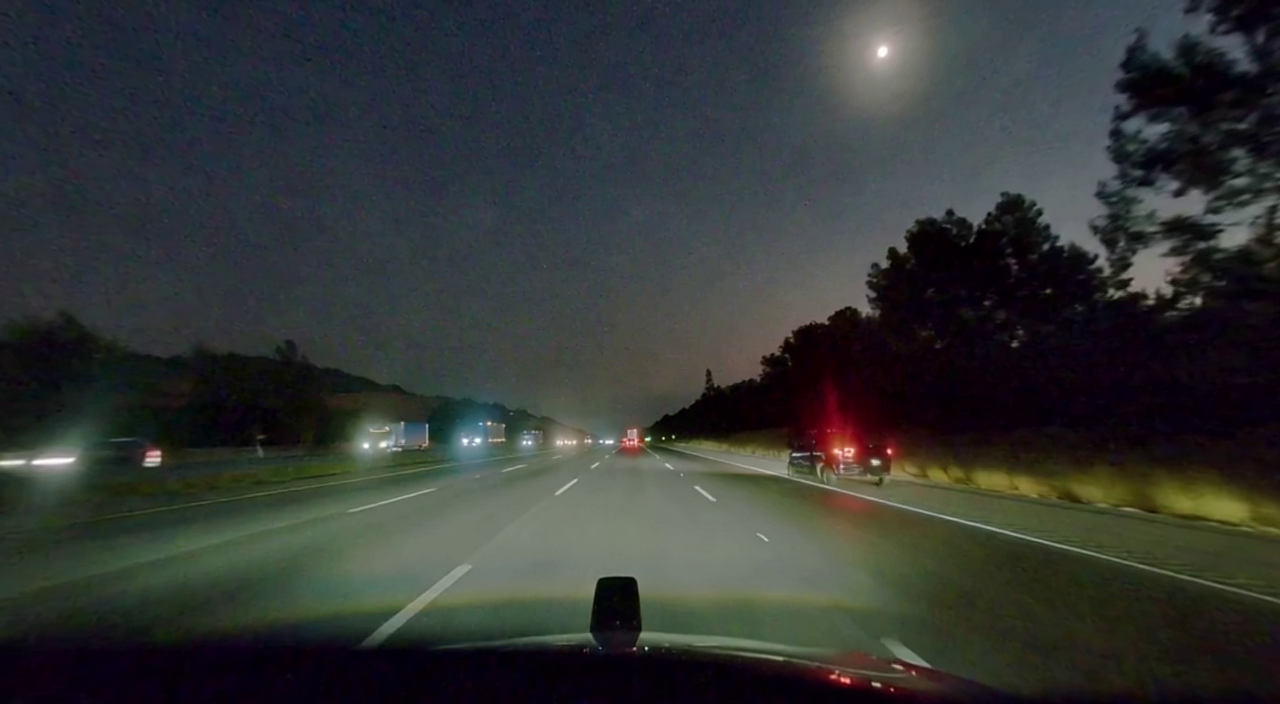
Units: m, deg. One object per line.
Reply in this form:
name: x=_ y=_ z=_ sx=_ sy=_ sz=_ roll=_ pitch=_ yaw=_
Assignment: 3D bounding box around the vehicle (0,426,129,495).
vehicle: x=-19.722 y=3.379 z=19.933 sx=2.226 sy=1.973 sz=5.740 roll=0 pitch=-8 yaw=0
